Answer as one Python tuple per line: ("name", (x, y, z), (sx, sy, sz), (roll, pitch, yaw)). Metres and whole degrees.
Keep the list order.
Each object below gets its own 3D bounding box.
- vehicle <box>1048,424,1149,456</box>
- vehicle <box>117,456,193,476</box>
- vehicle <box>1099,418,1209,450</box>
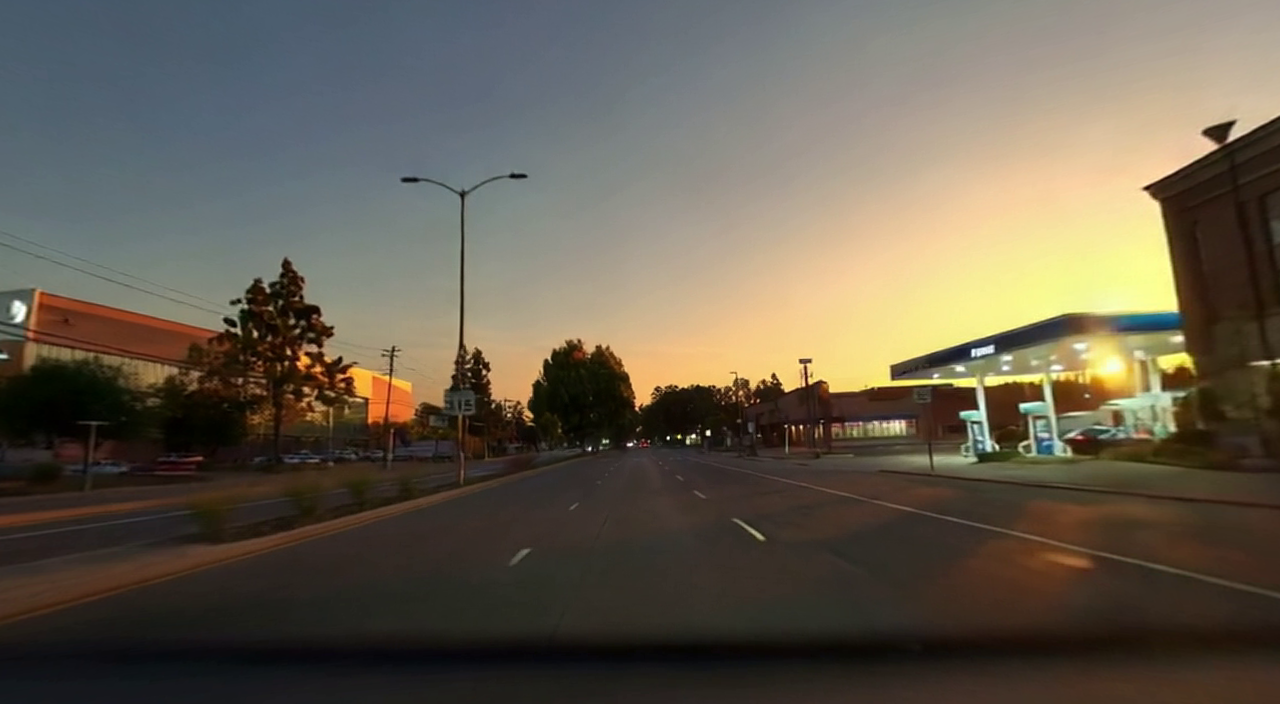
("vehicle", (23.066, 4.527, 32.027), (1.747, 1.371, 4.368), (-3, -10, 0))
("vehicle", (-35.346, 8.305, 46.104), (4.209, 1.441, 1.793), (-1, -9, 5))
("vehicle", (25.730, 4.179, 31.853), (1.870, 1.467, 4.401), (0, -8, 1))
